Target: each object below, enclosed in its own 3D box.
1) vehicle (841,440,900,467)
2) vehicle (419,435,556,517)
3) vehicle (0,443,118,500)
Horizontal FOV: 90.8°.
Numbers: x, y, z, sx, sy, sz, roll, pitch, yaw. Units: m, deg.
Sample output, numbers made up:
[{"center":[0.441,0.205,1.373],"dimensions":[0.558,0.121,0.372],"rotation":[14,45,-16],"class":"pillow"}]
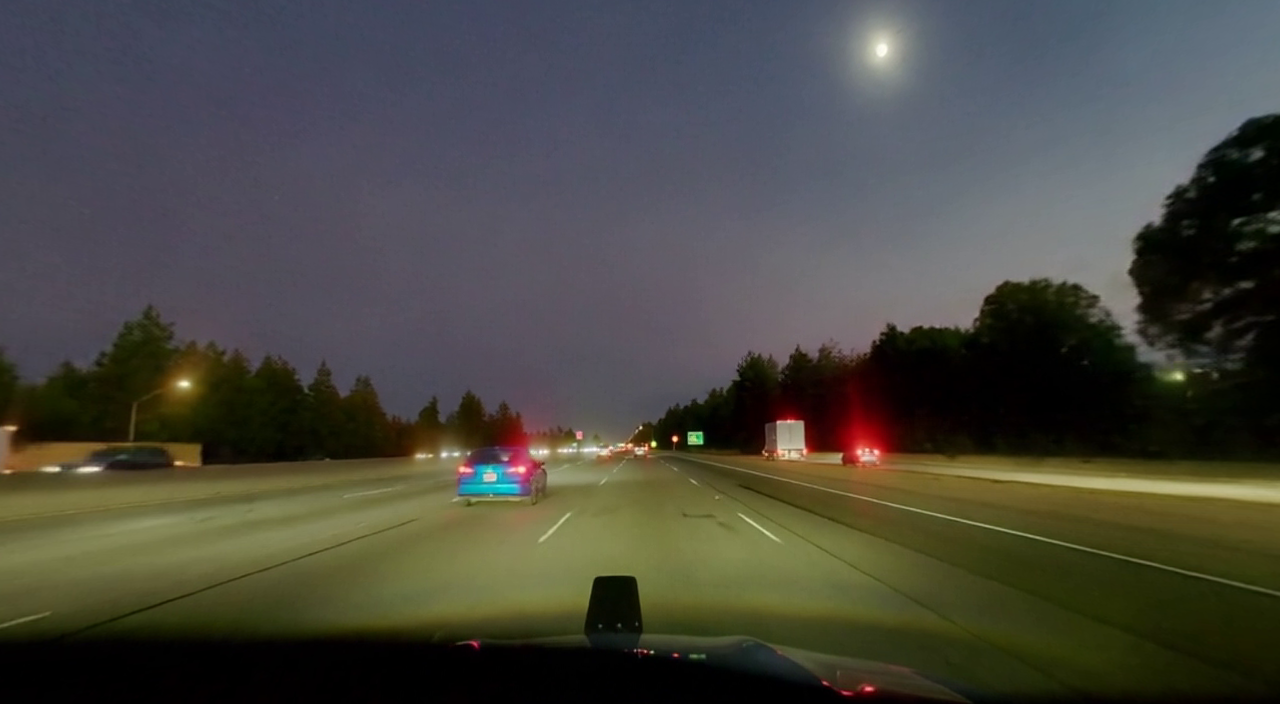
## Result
[{"center":[15.646,6.882,43.106],"dimensions":[2.081,1.707,4.756],"rotation":[0,-9,-2],"class":"vehicle"},{"center":[-3.214,2.715,14.284],"dimensions":[2.020,1.554,4.137],"rotation":[0,-9,0],"class":"vehicle"},{"center":[-21.378,4.134,22.263],"dimensions":[1.916,1.804,4.712],"rotation":[0,-9,0],"class":"vehicle"}]
